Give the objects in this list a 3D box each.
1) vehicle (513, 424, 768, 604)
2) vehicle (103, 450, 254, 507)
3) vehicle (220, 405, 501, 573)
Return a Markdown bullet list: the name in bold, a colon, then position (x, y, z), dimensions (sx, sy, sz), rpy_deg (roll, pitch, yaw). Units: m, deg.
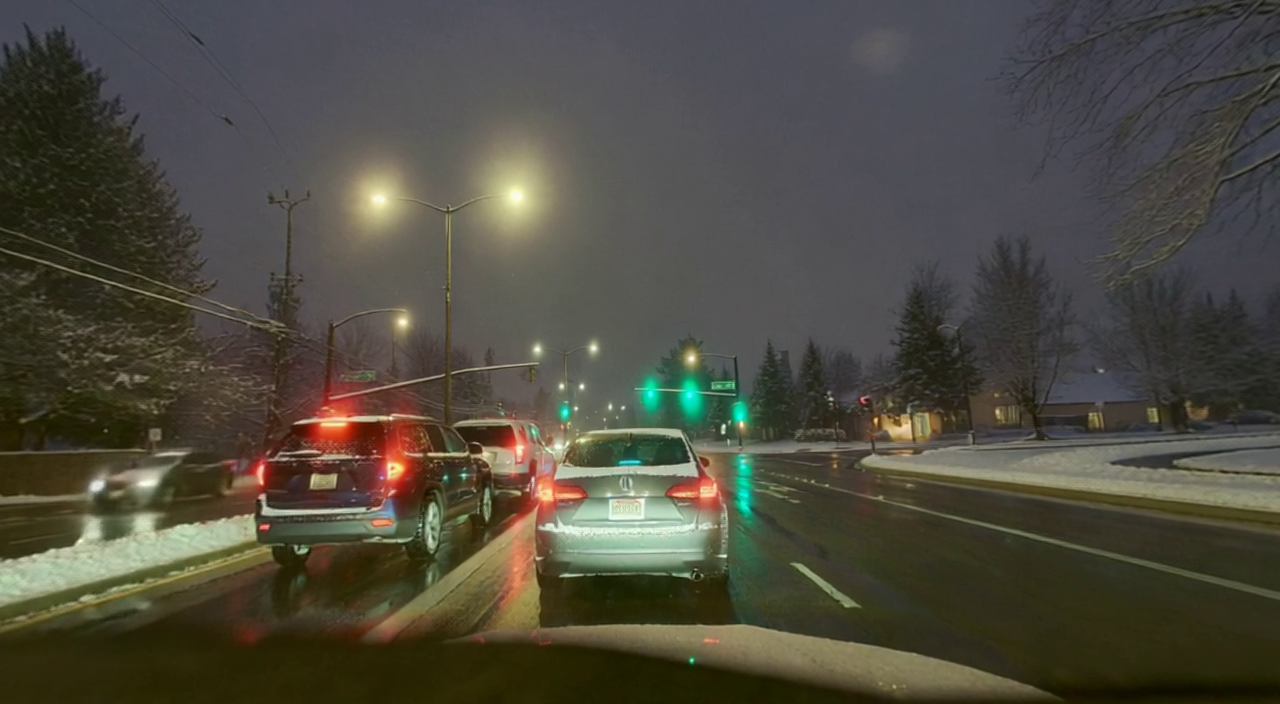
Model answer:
- **vehicle**: position (-0.052, 1.644, 7.314), dimensions (2.126, 1.475, 3.967), rpy_deg (0, -8, -2)
- **vehicle**: position (-14.326, 3.900, 19.950), dimensions (1.792, 1.570, 4.043), rpy_deg (0, -8, -2)
- **vehicle**: position (-3.428, 1.758, 8.856), dimensions (2.046, 1.751, 4.208), rpy_deg (0, -8, -1)
